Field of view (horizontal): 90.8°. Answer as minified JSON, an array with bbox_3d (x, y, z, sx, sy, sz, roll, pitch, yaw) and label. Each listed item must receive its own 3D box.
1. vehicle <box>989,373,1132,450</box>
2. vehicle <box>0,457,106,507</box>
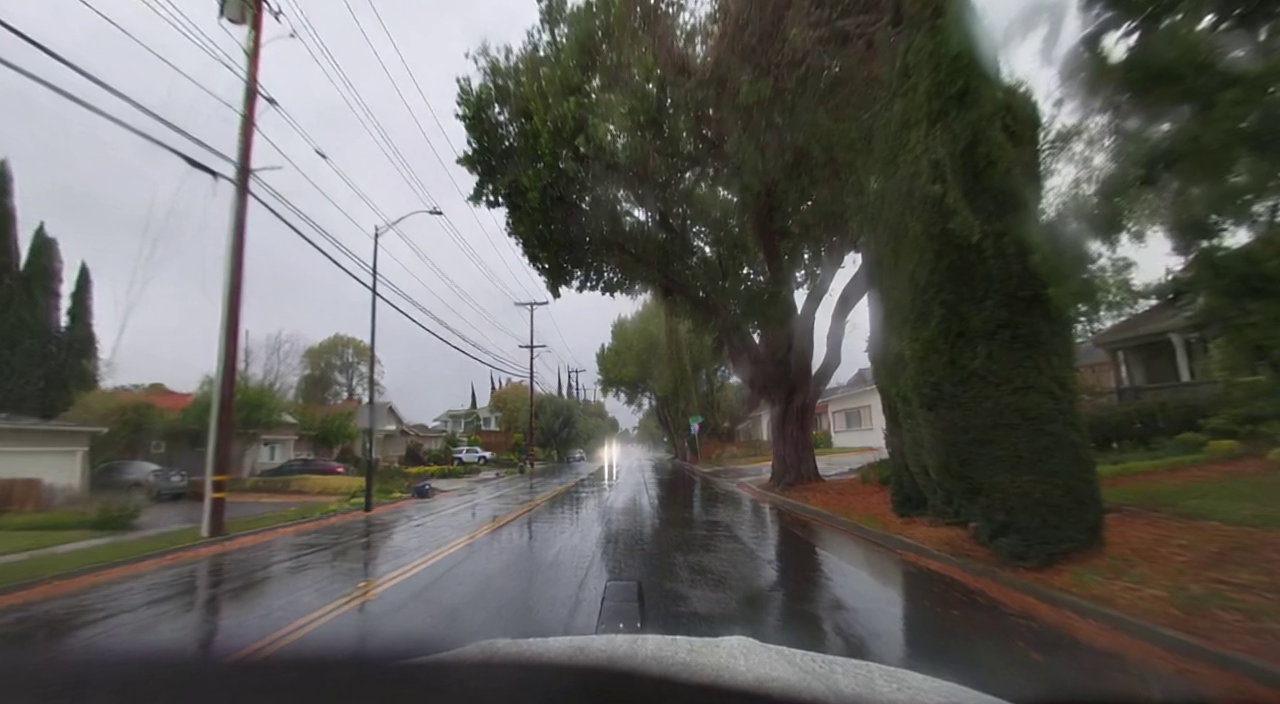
[{"bbox_3d":[21.240,3.257,32.540,2.918,3.393,7.033,-3,-9,7],"label":"vehicle"},{"bbox_3d":[-25.735,5.613,27.449,3.243,2.006,1.893,0,-8,3],"label":"vehicle"}]
